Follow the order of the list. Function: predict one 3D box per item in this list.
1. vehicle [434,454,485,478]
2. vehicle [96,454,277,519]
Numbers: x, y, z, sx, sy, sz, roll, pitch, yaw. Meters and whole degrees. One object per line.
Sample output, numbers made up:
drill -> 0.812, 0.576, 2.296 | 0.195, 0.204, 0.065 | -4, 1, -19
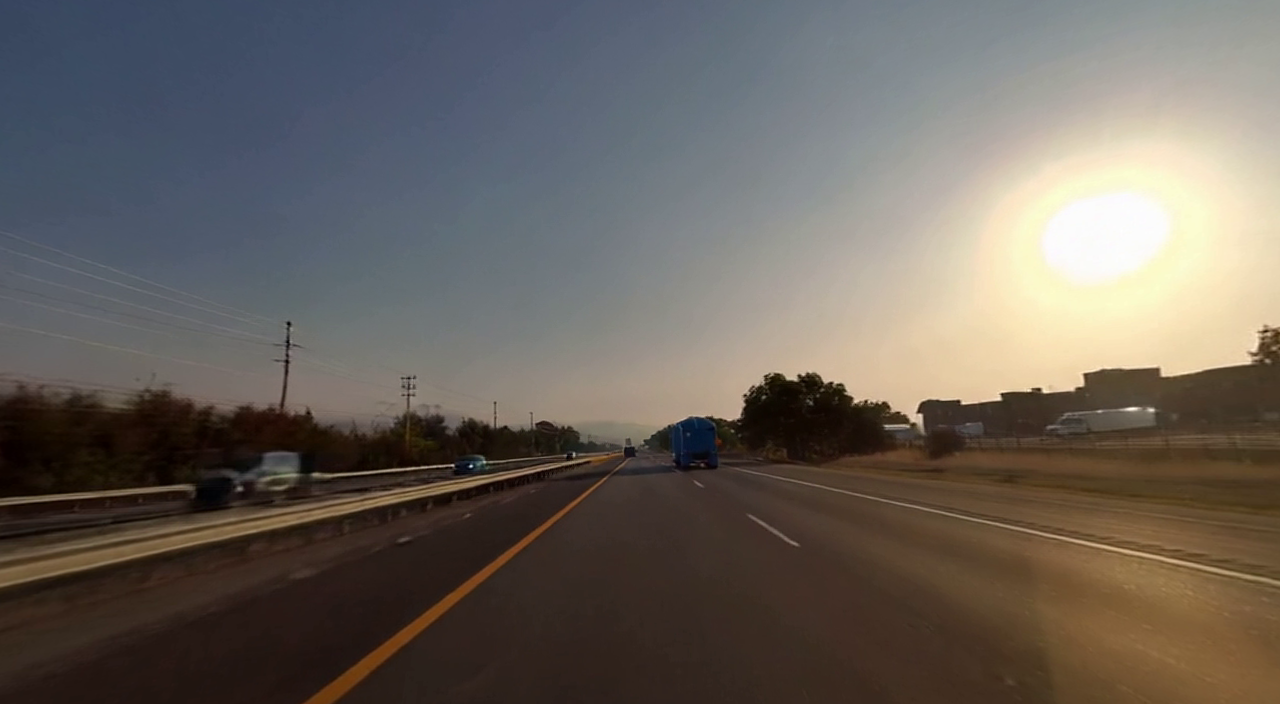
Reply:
vehicle -> -12.180, 7.698, 42.562 | 1.942, 1.522, 4.845 | -1, -9, 1
vehicle -> -13.113, 3.862, 18.568 | 1.945, 1.641, 4.495 | -1, -9, 1
